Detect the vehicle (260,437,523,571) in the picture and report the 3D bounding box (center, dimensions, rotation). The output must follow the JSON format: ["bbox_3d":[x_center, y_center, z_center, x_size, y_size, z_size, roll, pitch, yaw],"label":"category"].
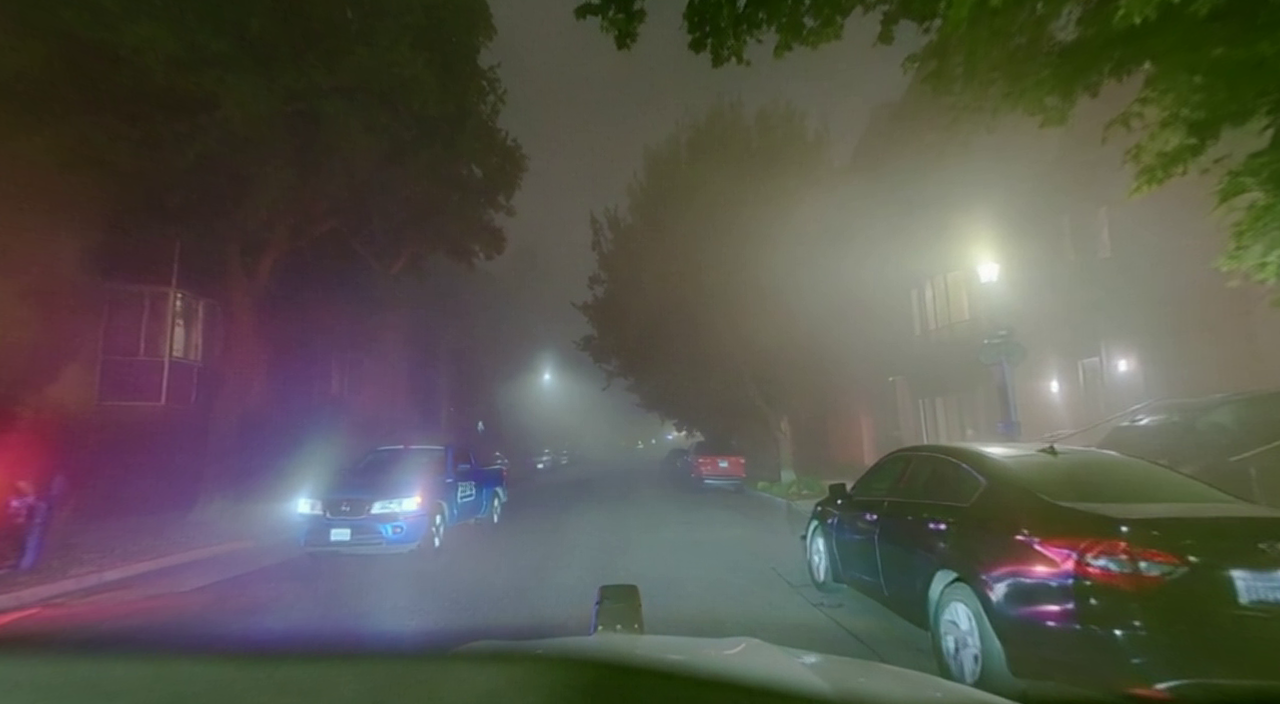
[{"bbox_3d":[-3.271,2.068,9.501,1.966,1.515,4.394,-1,-8,3],"label":"vehicle"}]

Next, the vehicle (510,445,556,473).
[{"bbox_3d":[-6.524,6.558,38.964,1.959,1.490,4.361,0,-7,1],"label":"vehicle"}]

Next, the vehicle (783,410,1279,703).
[{"bbox_3d":[2.591,1.280,4.408,1.845,1.479,4.727,0,-8,-3],"label":"vehicle"}]

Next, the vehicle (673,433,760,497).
[{"bbox_3d":[2.113,3.277,18.680,1.878,1.664,4.033,0,-8,-3],"label":"vehicle"}]
